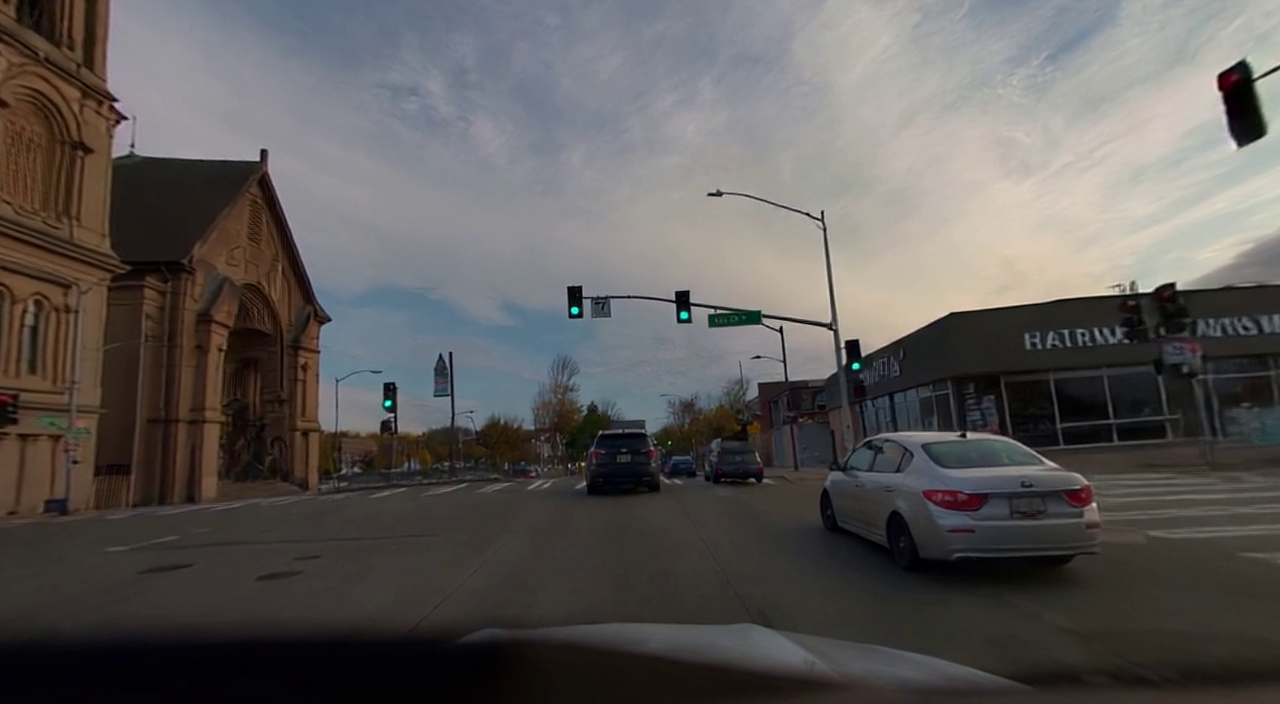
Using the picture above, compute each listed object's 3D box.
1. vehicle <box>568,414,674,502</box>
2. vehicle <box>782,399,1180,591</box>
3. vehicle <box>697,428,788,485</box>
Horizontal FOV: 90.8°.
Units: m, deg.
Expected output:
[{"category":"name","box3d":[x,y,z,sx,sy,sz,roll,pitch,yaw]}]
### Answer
[{"category":"vehicle","box3d":[-0.476,2.492,15.105,2.168,1.776,4.135,0,-9,-2]},{"category":"vehicle","box3d":[3.190,1.457,7.230,1.883,1.472,4.471,0,-9,-3]},{"category":"vehicle","box3d":[2.910,3.108,18.944,1.890,1.491,4.166,0,-9,-2]}]
